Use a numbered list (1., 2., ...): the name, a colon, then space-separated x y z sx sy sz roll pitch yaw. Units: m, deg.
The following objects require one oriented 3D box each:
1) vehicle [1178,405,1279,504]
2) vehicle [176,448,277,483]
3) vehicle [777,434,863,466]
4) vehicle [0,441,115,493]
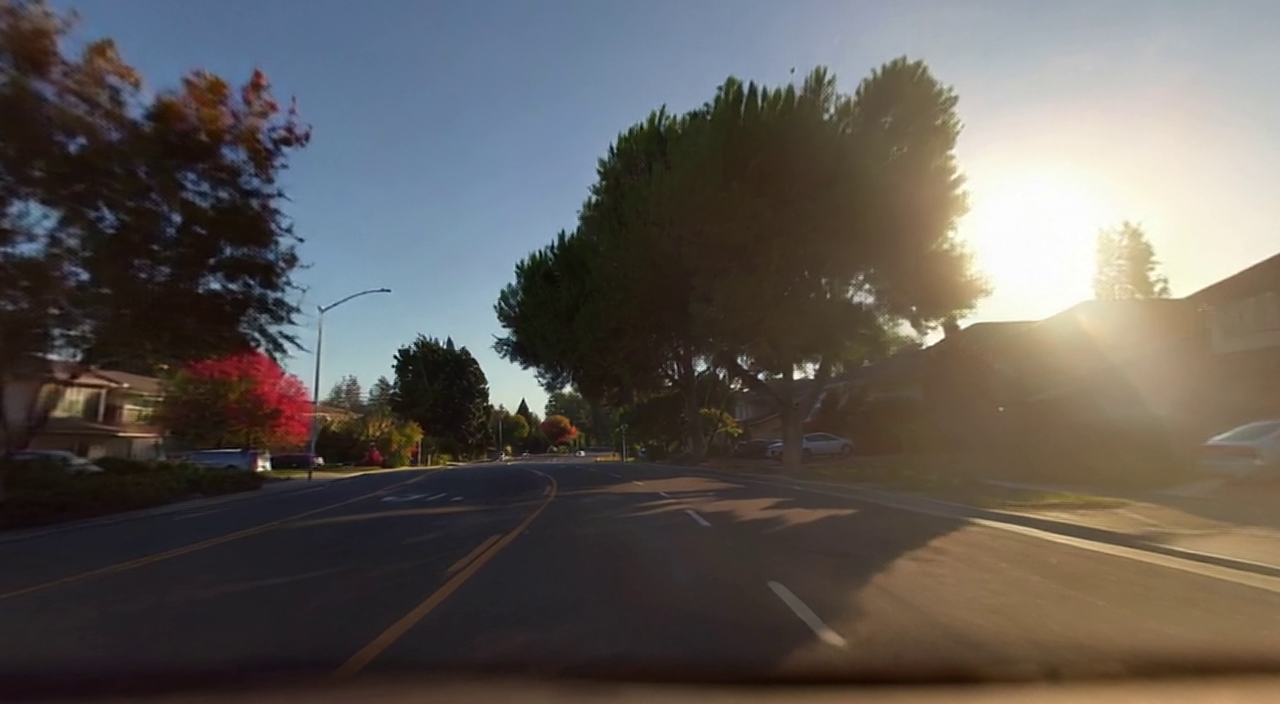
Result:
1. vehicle: 14.835 1.938 12.948 5.283 1.863 2.150 -4 -9 4
2. vehicle: -22.093 6.063 33.861 3.899 1.729 2.064 1 -9 -9
3. vehicle: 11.196 6.137 39.485 4.693 1.764 2.265 -3 -9 5
4. vehicle: -23.064 4.346 23.991 4.128 1.861 1.959 2 -9 -12
